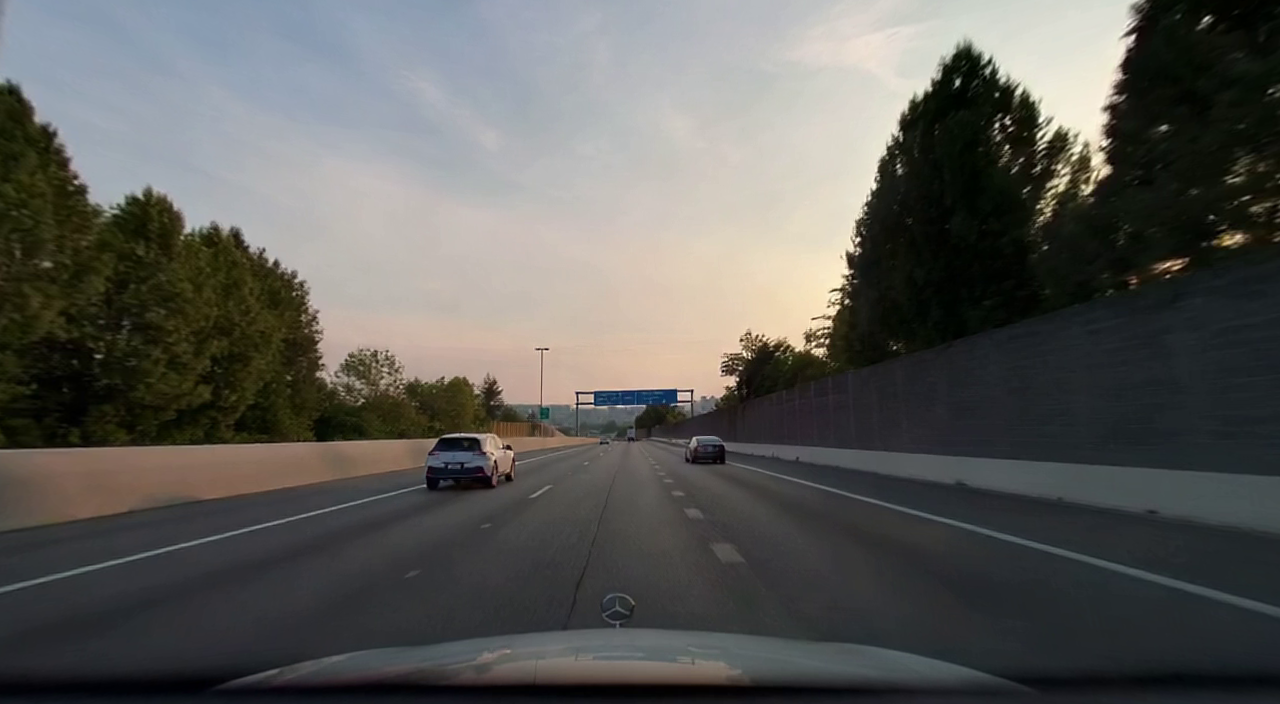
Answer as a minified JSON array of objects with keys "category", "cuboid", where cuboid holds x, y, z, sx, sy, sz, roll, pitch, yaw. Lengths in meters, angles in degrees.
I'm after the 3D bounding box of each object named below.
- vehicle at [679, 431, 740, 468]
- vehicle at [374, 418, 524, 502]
[{"category":"vehicle","cuboid":[3.040,4.390,28.491,2.077,1.523,4.539,0,-8,-2]},{"category":"vehicle","cuboid":[-4.203,2.444,14.692,2.219,1.660,4.153,0,-8,-1]}]
